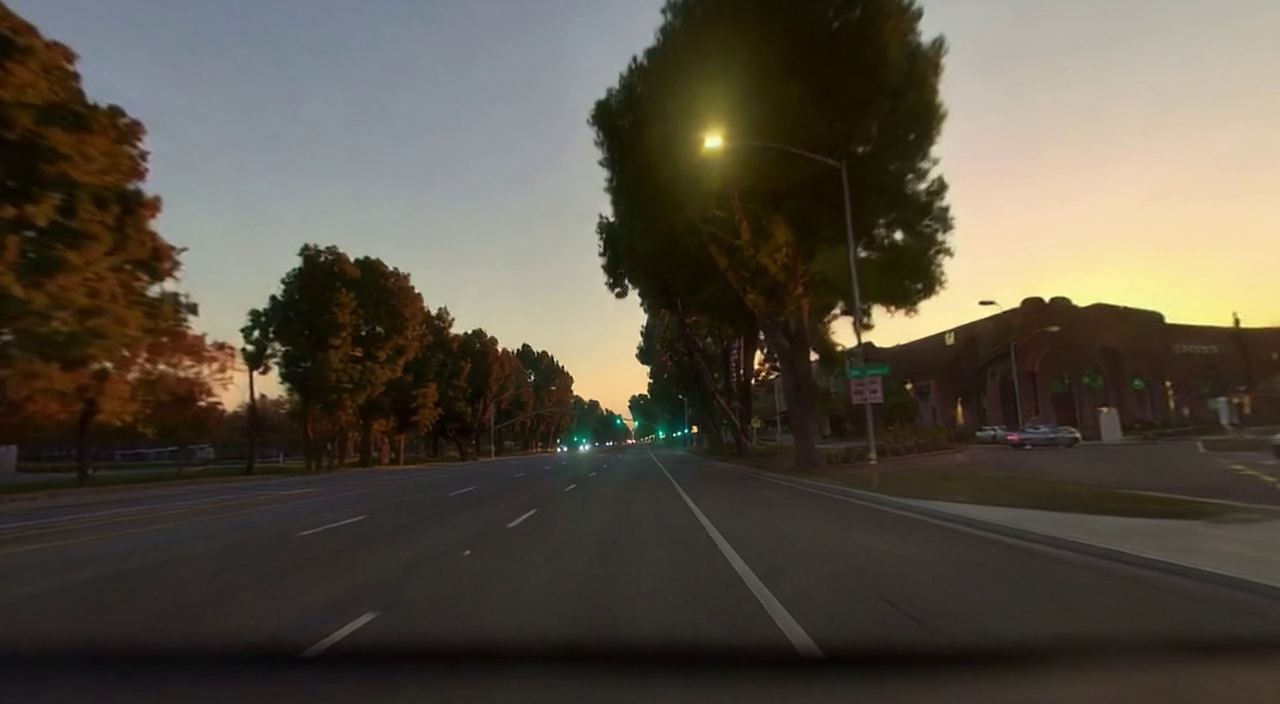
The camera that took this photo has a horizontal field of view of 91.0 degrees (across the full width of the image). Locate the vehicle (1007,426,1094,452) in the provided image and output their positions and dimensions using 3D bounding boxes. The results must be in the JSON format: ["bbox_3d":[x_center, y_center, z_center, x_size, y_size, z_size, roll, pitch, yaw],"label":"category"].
[{"bbox_3d":[24.851,5.340,38.339,1.907,1.444,5.150,0,-8,1],"label":"vehicle"}]
